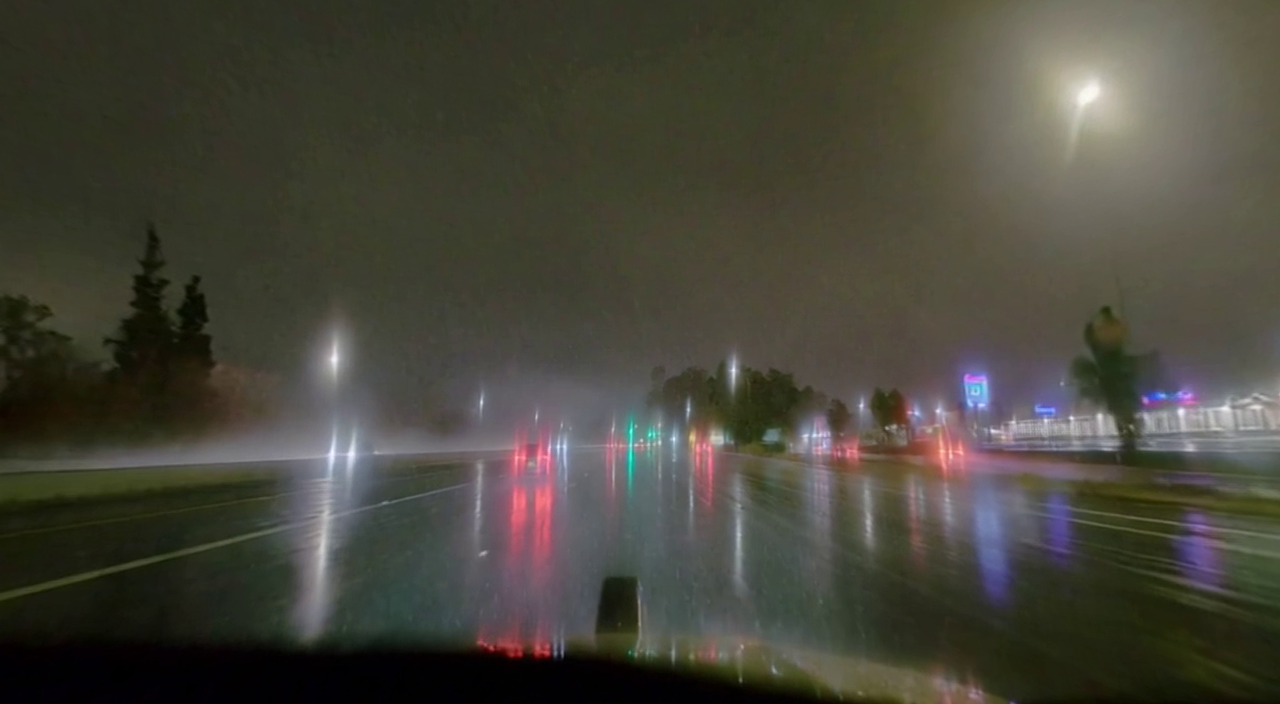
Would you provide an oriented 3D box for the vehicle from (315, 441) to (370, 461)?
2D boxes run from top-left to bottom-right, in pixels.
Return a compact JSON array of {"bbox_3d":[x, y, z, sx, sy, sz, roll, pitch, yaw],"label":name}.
[{"bbox_3d":[-23.347,7.800,49.752,1.964,1.458,4.729,0,-8,1],"label":"vehicle"}]

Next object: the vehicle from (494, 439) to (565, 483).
[{"bbox_3d":[-4.133,4.132,24.249,1.939,1.508,4.272,0,-8,0],"label":"vehicle"}]
